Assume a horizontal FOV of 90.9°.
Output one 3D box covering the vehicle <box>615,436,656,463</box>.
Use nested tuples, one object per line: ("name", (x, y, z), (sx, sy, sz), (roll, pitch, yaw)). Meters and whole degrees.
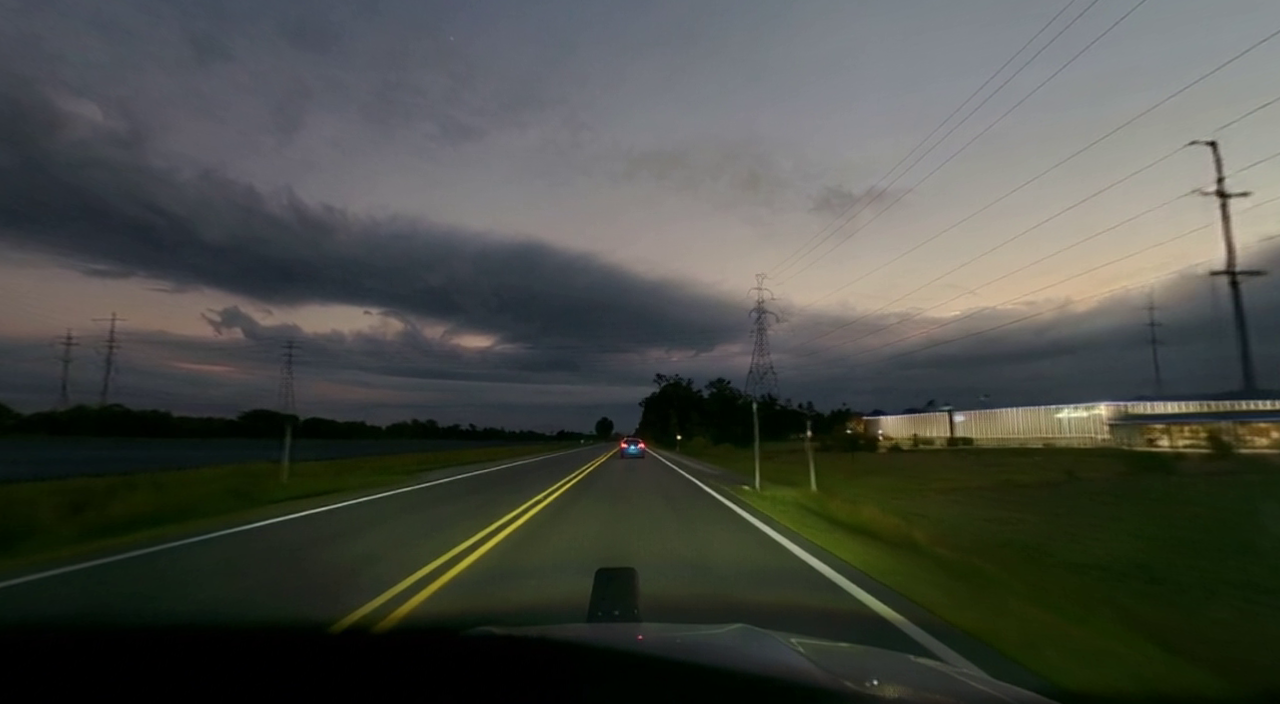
("vehicle", (-0.255, 5.587, 36.380), (2.241, 1.471, 3.829), (0, -8, -1))
